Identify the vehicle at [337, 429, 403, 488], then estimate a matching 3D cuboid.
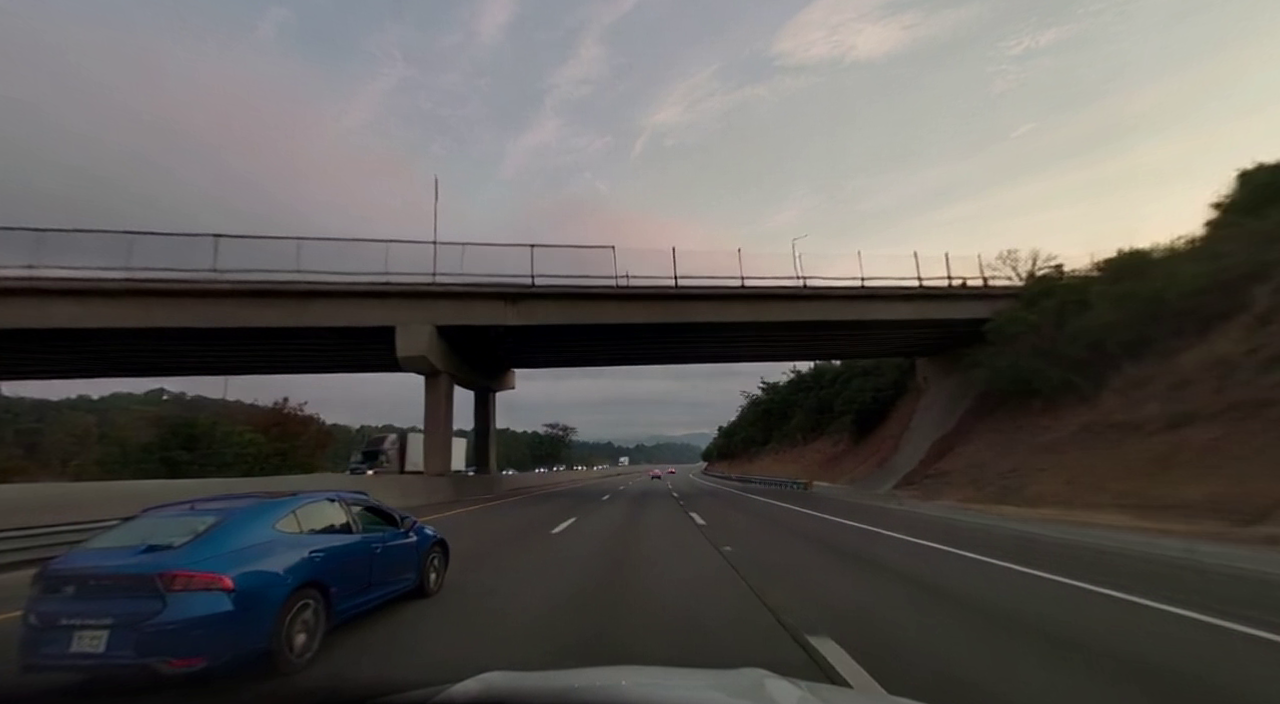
[{"bbox_3d":[-18.994,7.516,44.364,2.987,3.971,3.106,0,-11,1],"label":"vehicle"}]
